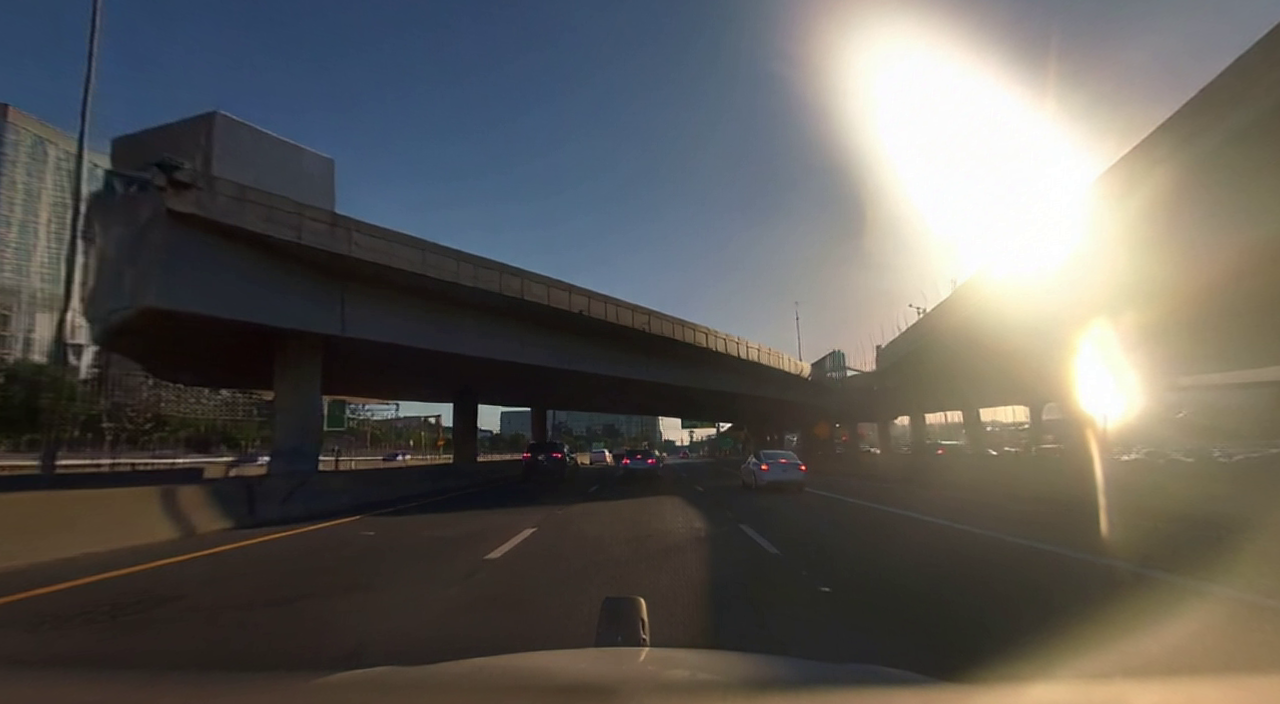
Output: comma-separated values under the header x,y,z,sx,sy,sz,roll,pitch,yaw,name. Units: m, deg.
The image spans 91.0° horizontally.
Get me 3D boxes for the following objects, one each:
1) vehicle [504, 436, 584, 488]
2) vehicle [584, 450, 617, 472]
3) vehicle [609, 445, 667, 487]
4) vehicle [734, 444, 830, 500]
x,y,z,sx,sy,sz,roll,pitch,yaw,name
-3.640,4.269,24.828,2.142,1.819,4.648,0,-9,3,vehicle
-2.790,7.775,44.979,1.868,1.431,4.055,0,-9,3,vehicle
-0.015,4.415,24.713,2.089,1.493,3.964,0,-8,1,vehicle
4.164,3.582,19.193,1.974,1.490,3.994,0,-9,0,vehicle
